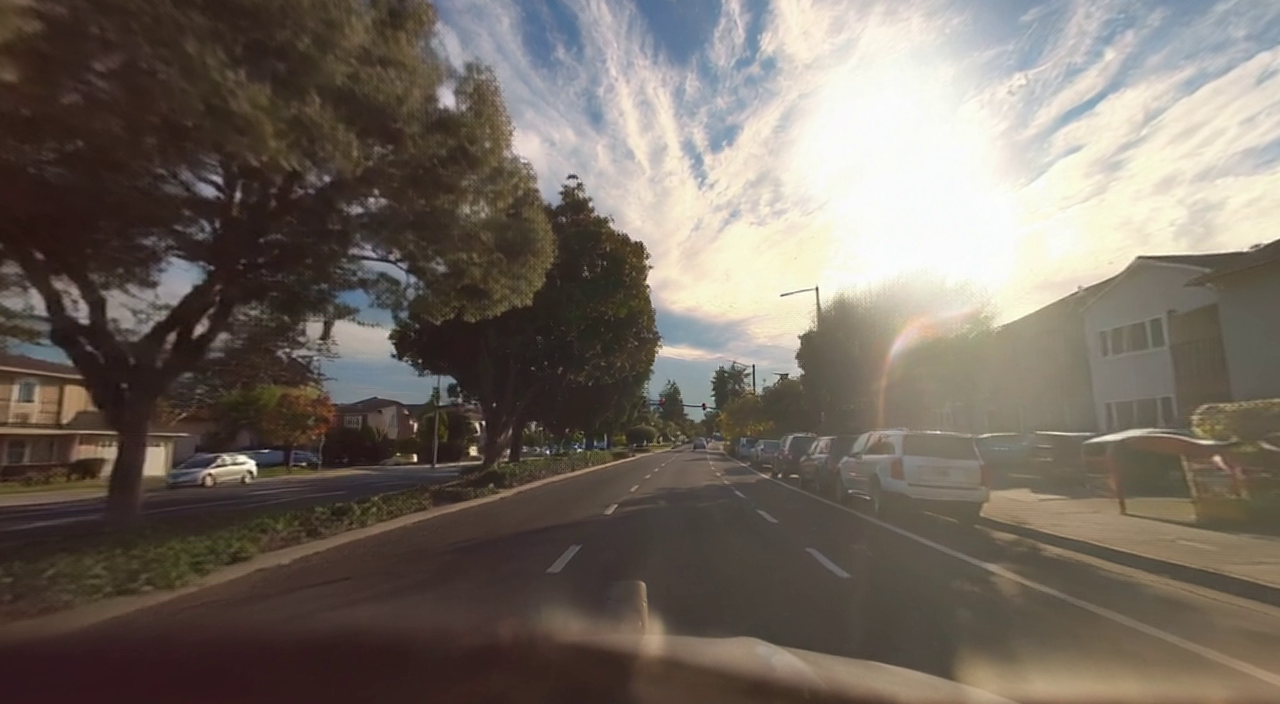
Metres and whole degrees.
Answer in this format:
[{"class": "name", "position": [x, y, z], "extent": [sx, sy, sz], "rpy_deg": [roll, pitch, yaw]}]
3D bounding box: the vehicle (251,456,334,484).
[{"class": "vehicle", "position": [-20.789, 7.061, 37.968], "extent": [1.909, 1.451, 4.757], "rpy_deg": [-1, -8, 6]}]

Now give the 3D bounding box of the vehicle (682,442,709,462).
[{"class": "vehicle", "position": [4.402, 7.801, 49.484], "extent": [2.011, 1.480, 4.170], "rpy_deg": [-1, -8, 6]}]

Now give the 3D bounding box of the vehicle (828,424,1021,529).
[{"class": "vehicle", "position": [5.152, 2.289, 12.143], "extent": [2.011, 1.649, 4.001], "rpy_deg": [-1, -8, 3]}]

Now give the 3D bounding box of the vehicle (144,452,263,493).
[{"class": "vehicle", "position": [-21.651, 5.954, 31.620], "extent": [2.060, 1.814, 5.097], "rpy_deg": [-1, -8, 4]}]
